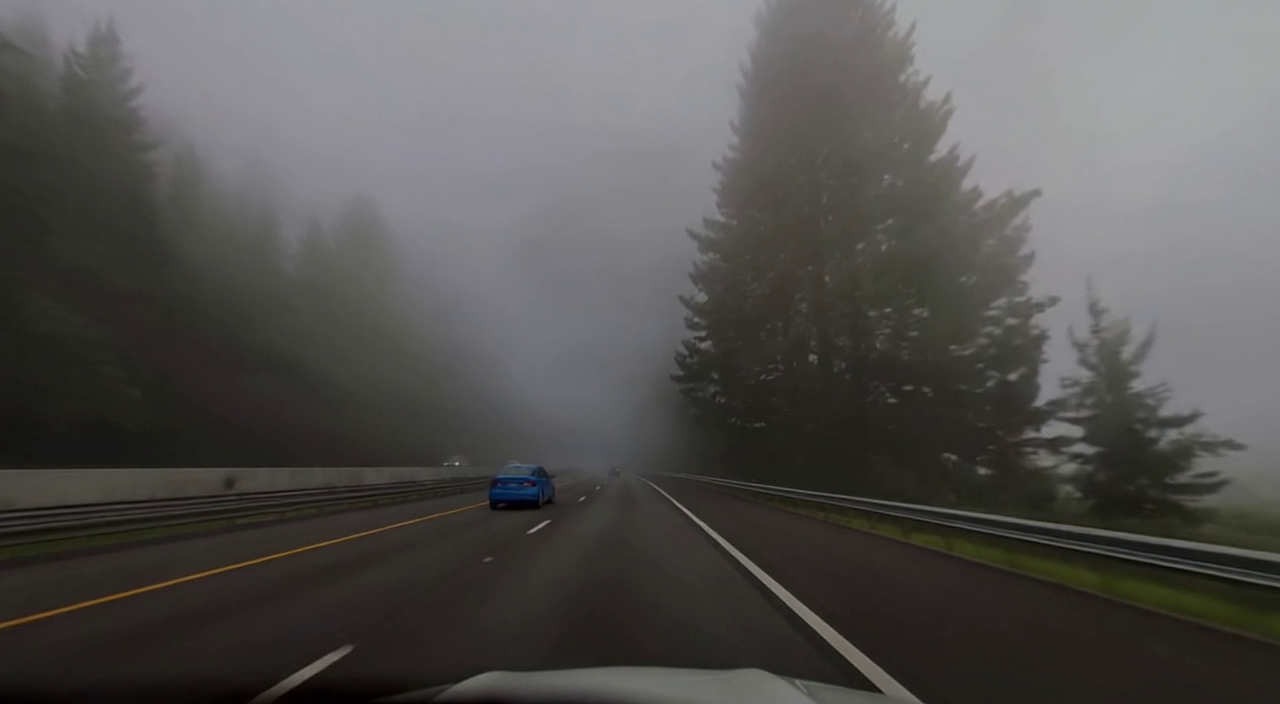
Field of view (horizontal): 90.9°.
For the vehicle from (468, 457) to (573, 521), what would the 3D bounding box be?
[{"bbox_3d":[-3.030,3.606,16.857,2.040,1.465,3.744,1,-11,0],"label":"vehicle"}]
